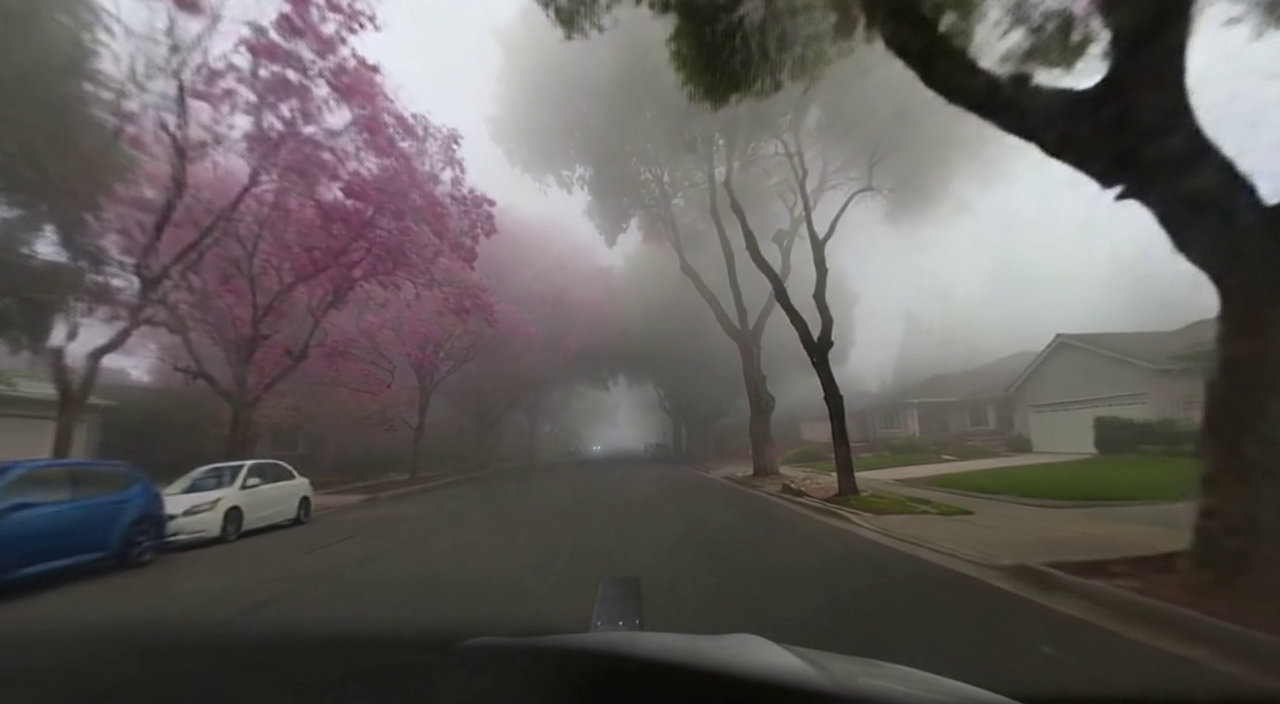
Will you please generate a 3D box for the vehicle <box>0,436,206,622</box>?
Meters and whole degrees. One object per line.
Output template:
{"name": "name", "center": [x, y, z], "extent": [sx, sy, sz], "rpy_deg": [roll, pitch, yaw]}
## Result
{"name": "vehicle", "center": [-6.378, 1.632, 6.103], "extent": [1.874, 1.497, 4.233], "rpy_deg": [-2, -7, -8]}
